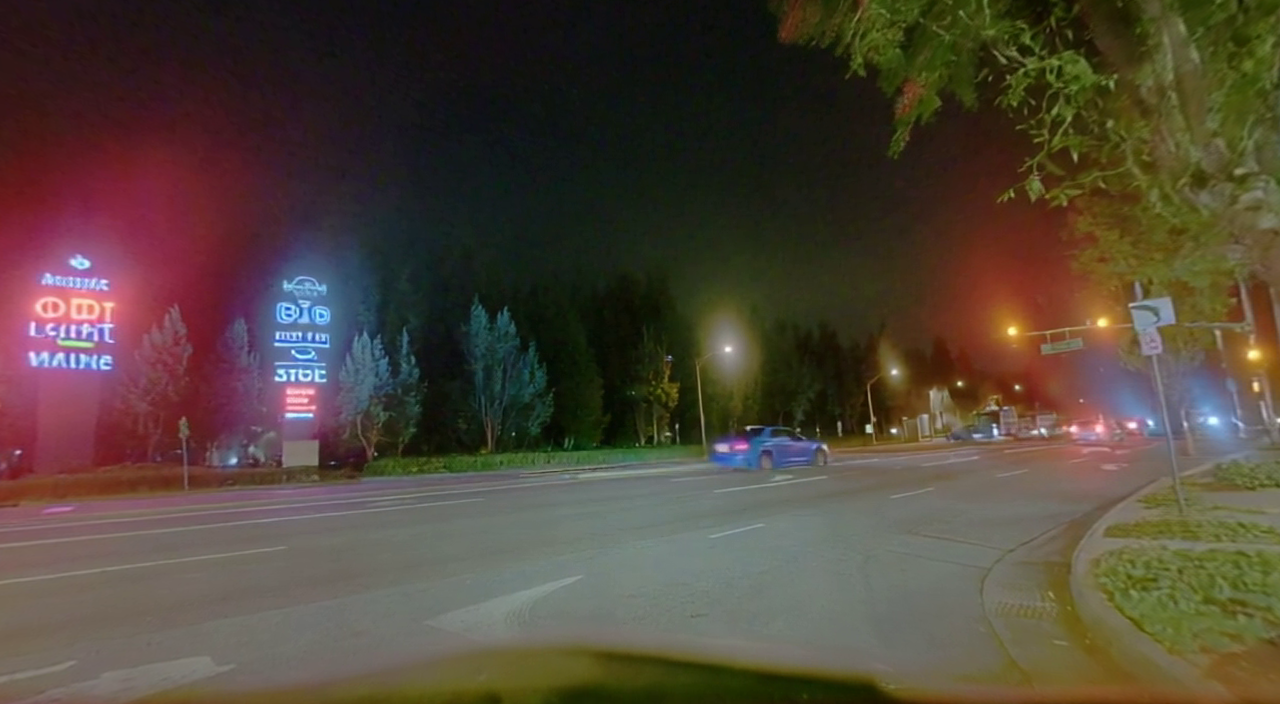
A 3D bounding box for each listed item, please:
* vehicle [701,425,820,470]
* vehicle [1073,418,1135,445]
[{"bbox_3d":[4.409,3.427,22.682,4.415,1.464,1.890,8,-12,-42],"label":"vehicle"},{"bbox_3d":[28.140,4.883,38.281,4.182,1.536,1.885,7,-11,-38],"label":"vehicle"}]
